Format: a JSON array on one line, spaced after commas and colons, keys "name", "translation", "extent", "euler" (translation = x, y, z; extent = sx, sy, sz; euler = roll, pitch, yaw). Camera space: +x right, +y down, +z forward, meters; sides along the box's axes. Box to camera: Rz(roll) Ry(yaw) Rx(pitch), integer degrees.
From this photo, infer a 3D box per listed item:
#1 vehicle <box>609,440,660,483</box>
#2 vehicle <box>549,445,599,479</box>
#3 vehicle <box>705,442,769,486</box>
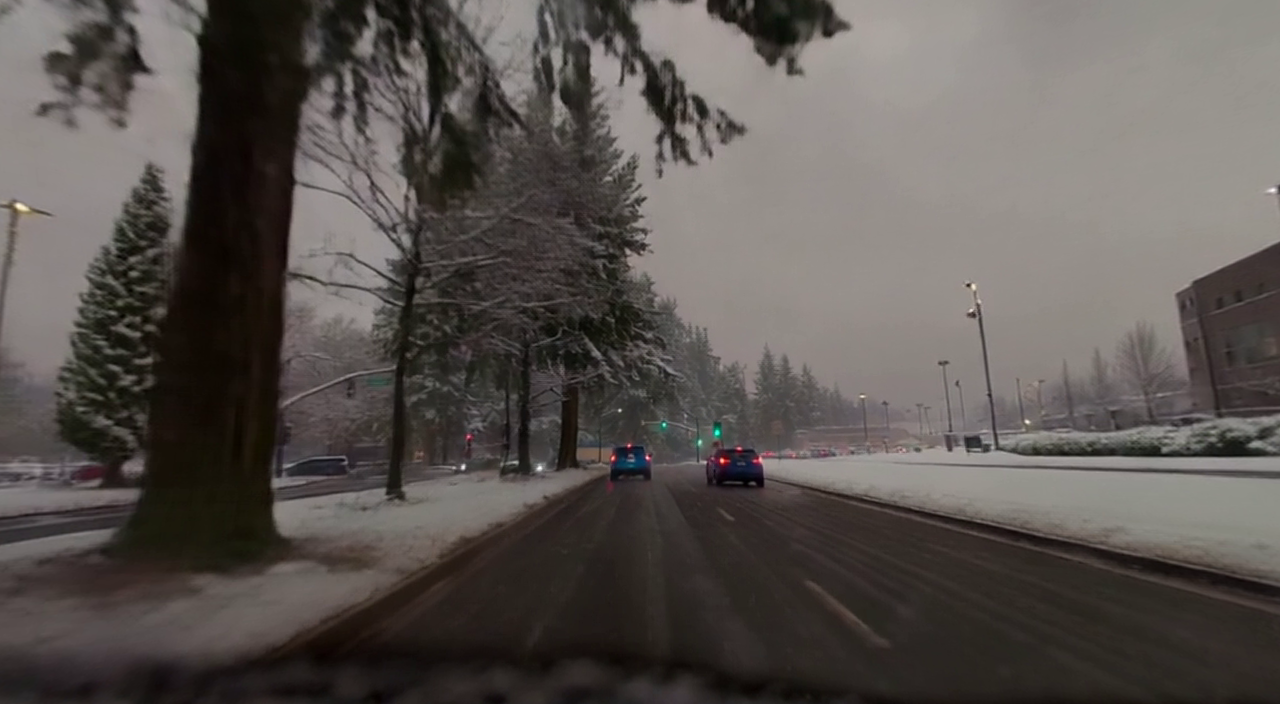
[{"name": "vehicle", "translation": [-0.221, 4.725, 27.523], "extent": [2.022, 1.700, 4.084], "euler": [0, -8, 0]}, {"name": "vehicle", "translation": [-3.490, 5.901, 34.216], "extent": [2.047, 1.710, 4.314], "euler": [0, -8, 2]}, {"name": "vehicle", "translation": [3.740, 4.370, 24.969], "extent": [1.847, 1.554, 4.052], "euler": [0, -8, -1]}]
